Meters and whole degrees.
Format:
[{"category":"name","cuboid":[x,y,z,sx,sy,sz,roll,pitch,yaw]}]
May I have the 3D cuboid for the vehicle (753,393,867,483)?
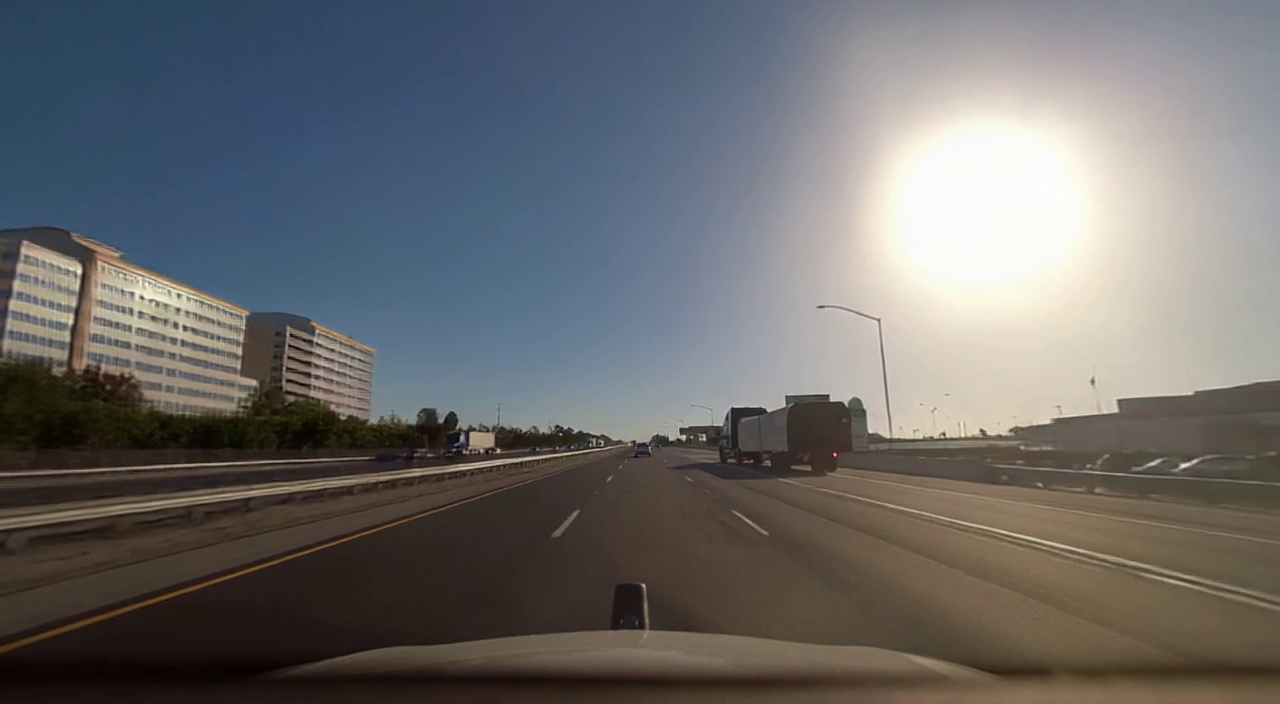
[{"category":"vehicle","cuboid":[6.835,3.678,26.759,2.793,3.204,7.997,0,-8,2]}]
